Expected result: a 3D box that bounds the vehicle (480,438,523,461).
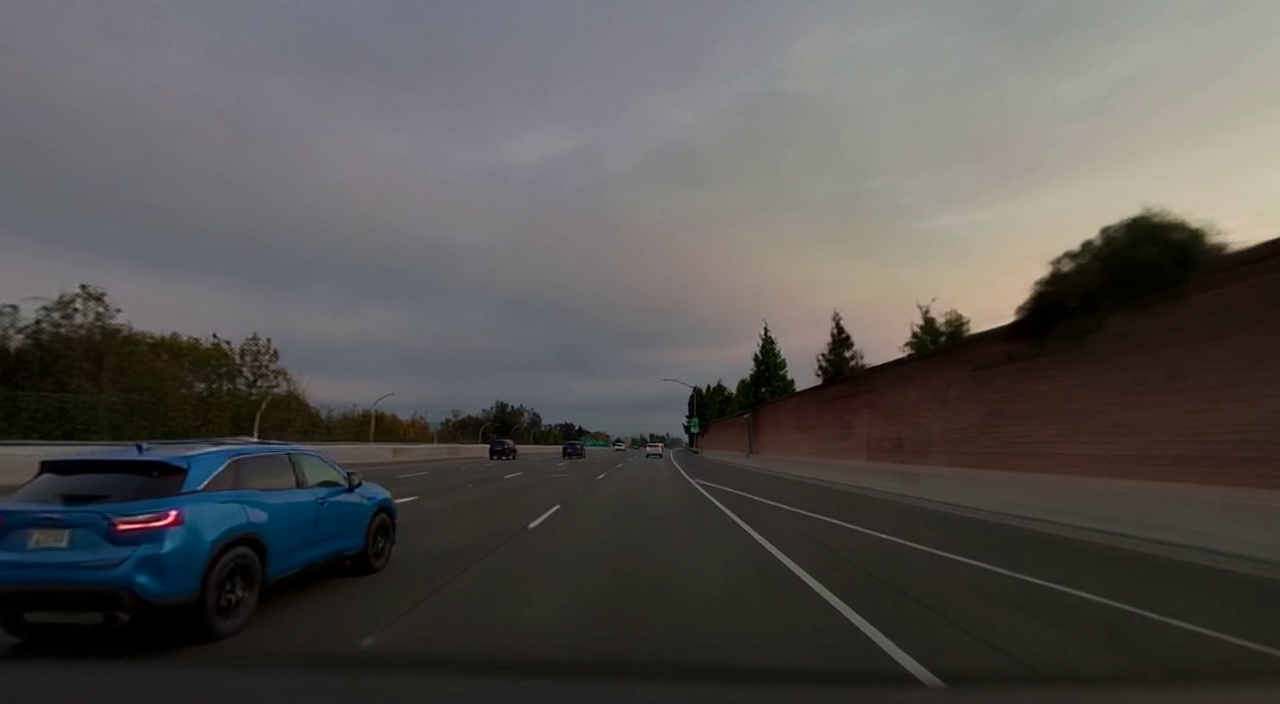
[{"bbox_3d":[-10.366,7.341,47.496,2.025,1.618,4.683,0,-9,2],"label":"vehicle"}]
